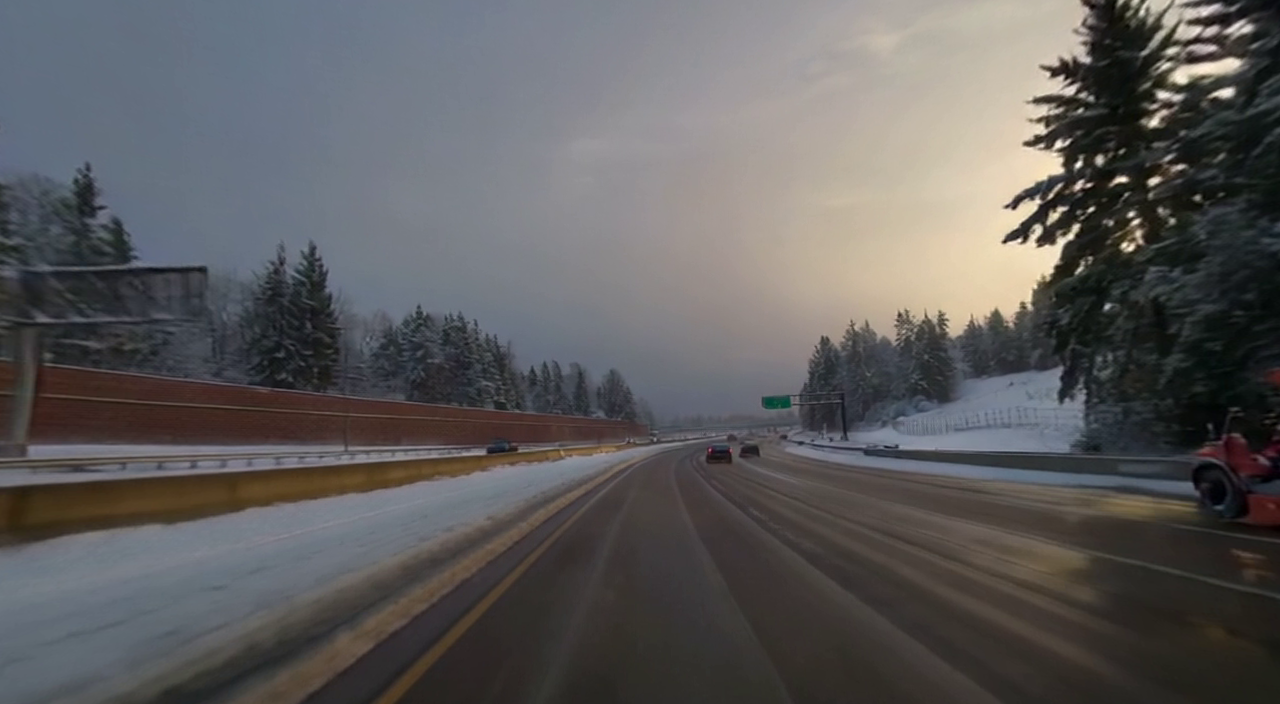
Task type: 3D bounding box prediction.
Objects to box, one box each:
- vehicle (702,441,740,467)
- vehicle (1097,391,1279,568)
[{"bbox_3d":[4.946,6.287,39.081,1.926,1.477,4.080,0,-8,2],"label":"vehicle"},{"bbox_3d":[8.126,1.390,6.839,2.188,1.924,5.511,0,-8,0],"label":"vehicle"}]
